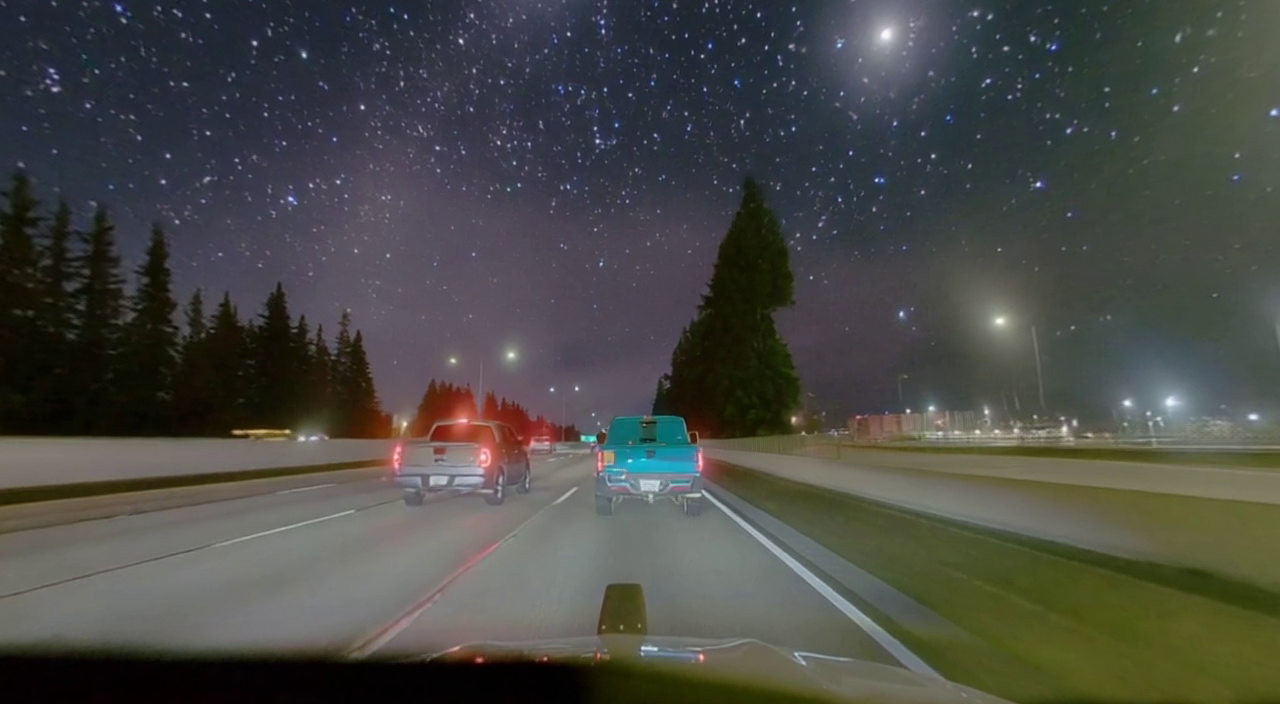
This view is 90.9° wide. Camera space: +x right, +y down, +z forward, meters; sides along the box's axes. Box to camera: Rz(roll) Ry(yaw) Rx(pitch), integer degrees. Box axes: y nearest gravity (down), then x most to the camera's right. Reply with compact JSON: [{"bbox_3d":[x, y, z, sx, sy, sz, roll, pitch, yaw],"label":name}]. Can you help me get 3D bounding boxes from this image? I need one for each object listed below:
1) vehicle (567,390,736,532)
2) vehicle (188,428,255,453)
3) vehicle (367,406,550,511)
[{"bbox_3d":[0.160,1.908,11.450,2.395,2.013,4.734,0,-8,0],"label":"vehicle"},{"bbox_3d":[-24.747,5.249,37.401,1.502,1.396,3.402,-1,-9,2],"label":"vehicle"},{"bbox_3d":[-3.820,2.409,14.693,2.486,1.962,5.525,0,-8,2],"label":"vehicle"}]
